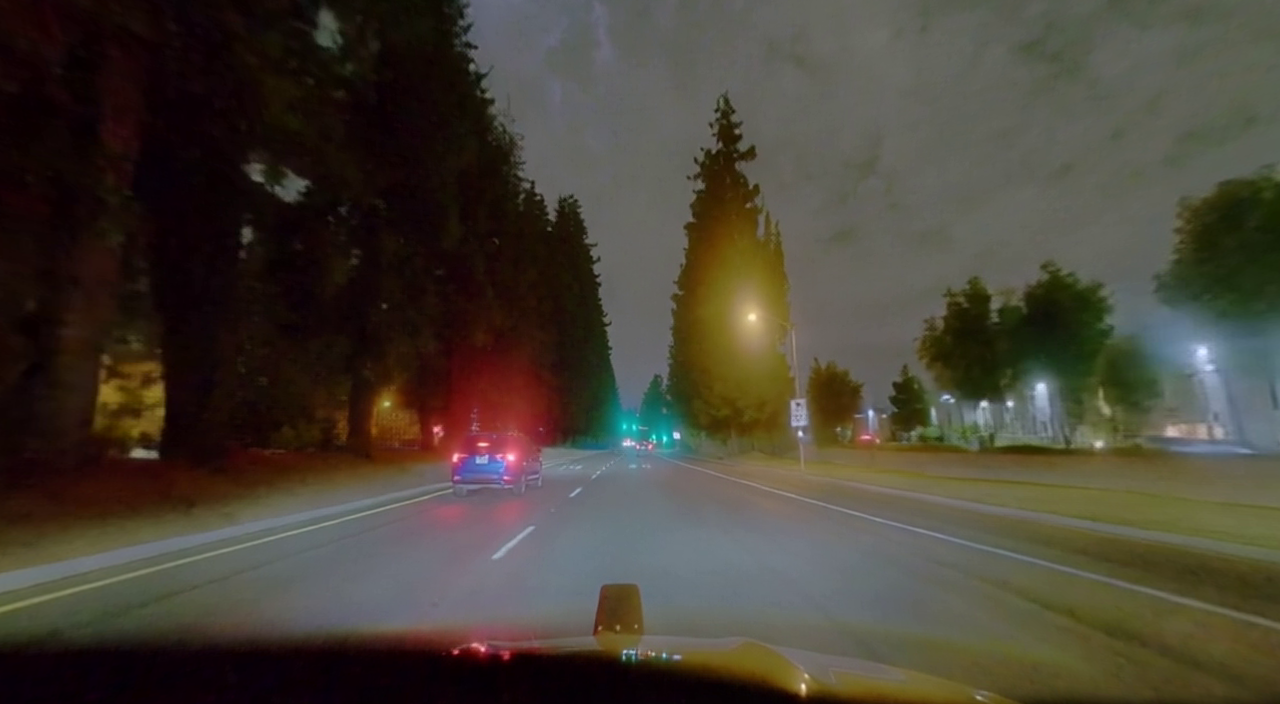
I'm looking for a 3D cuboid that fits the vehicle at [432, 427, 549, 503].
[{"bbox_3d":[-3.772,2.933,16.833,2.078,1.748,4.279,0,-8,0],"label":"vehicle"}]

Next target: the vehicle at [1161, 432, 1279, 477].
[{"bbox_3d":[20.916,3.612,22.458,3.818,1.482,1.729,3,-8,-17],"label":"vehicle"}]

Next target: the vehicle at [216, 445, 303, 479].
[{"bbox_3d":[-22.046,6.379,36.865,2.117,1.827,4.770,0,-8,0],"label":"vehicle"}]
